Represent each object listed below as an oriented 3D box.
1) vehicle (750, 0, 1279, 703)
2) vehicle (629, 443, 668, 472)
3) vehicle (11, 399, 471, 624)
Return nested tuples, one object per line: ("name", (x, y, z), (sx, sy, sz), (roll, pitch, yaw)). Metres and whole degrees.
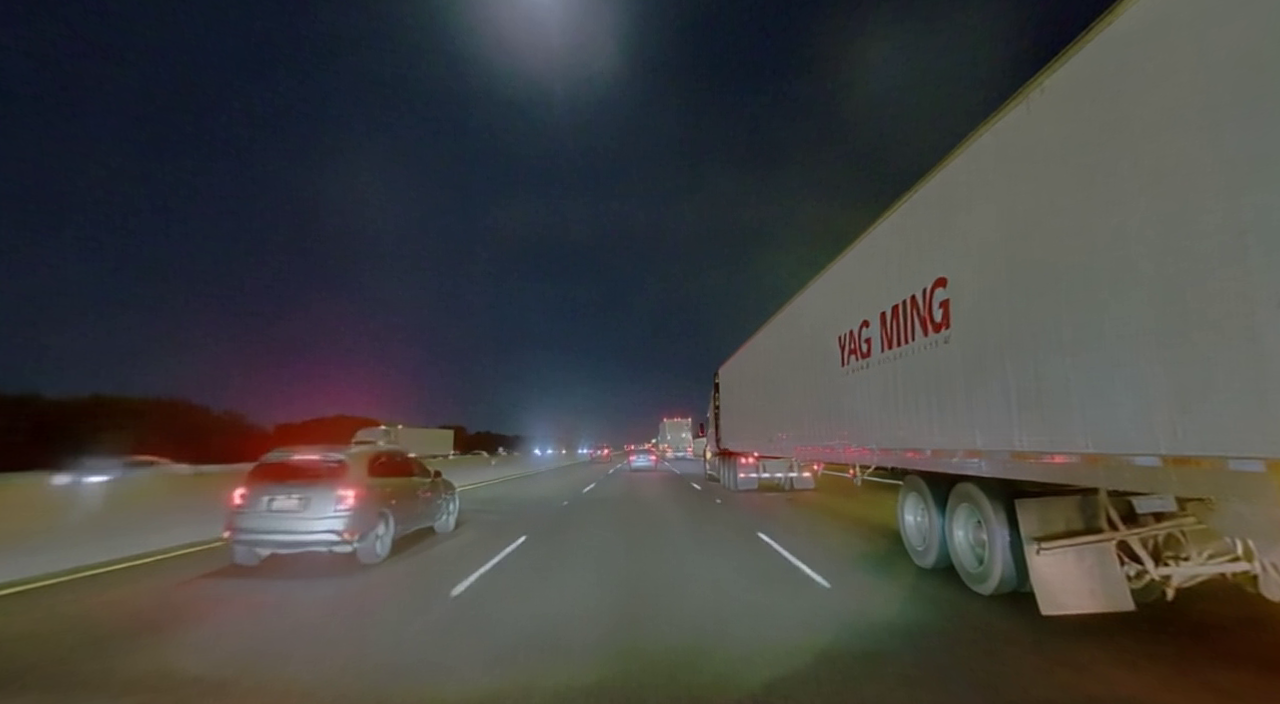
("vehicle", (3.881, 0.383, 7.792), (2.821, 4.077, 12.562), (0, -9, 0))
("vehicle", (0.439, 5.867, 35.256), (2.063, 1.469, 4.208), (0, -9, 0))
("vehicle", (-3.770, 1.610, 7.433), (2.091, 1.722, 4.974), (0, -9, 1))
